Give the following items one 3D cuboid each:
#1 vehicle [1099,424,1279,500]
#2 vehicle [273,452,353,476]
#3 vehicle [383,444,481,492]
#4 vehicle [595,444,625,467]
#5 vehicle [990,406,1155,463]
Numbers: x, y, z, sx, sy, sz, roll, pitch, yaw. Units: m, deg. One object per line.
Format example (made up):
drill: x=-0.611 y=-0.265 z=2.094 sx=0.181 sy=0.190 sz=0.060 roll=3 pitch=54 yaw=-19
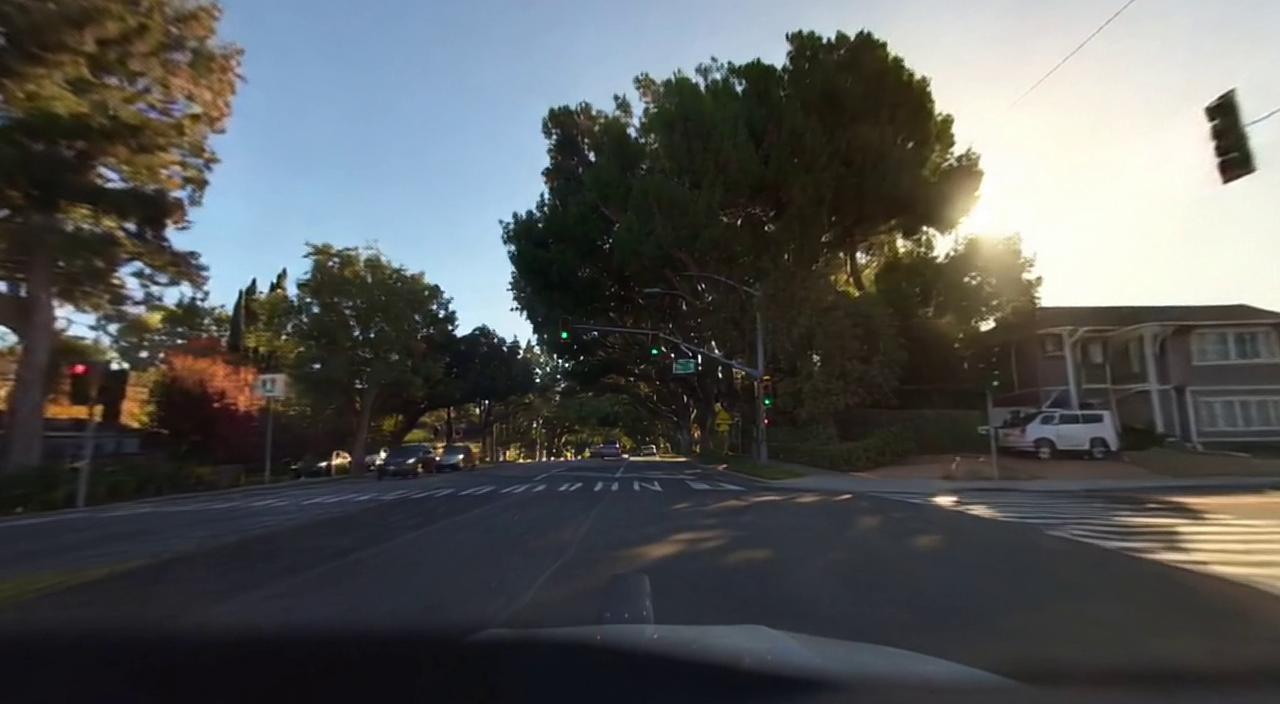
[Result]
vehicle: x=13.011 y=2.351 z=13.661 sx=4.665 sy=1.498 sz=1.866 roll=0 pitch=-8 yaw=-2
vehicle: x=-19.617 y=6.709 z=37.917 sx=3.819 sy=1.403 sz=1.812 roll=0 pitch=-9 yaw=-1
vehicle: x=-7.645 y=4.288 z=23.716 sx=2.122 sy=1.602 sz=4.369 roll=0 pitch=-8 yaw=1
vehicle: x=-2.278 y=8.026 z=49.128 sx=2.084 sy=1.701 sz=4.734 roll=0 pitch=-8 yaw=1
vehicle: x=16.501 y=3.177 z=24.265 sx=4.656 sy=2.065 sz=2.129 roll=0 pitch=-8 yaw=3
